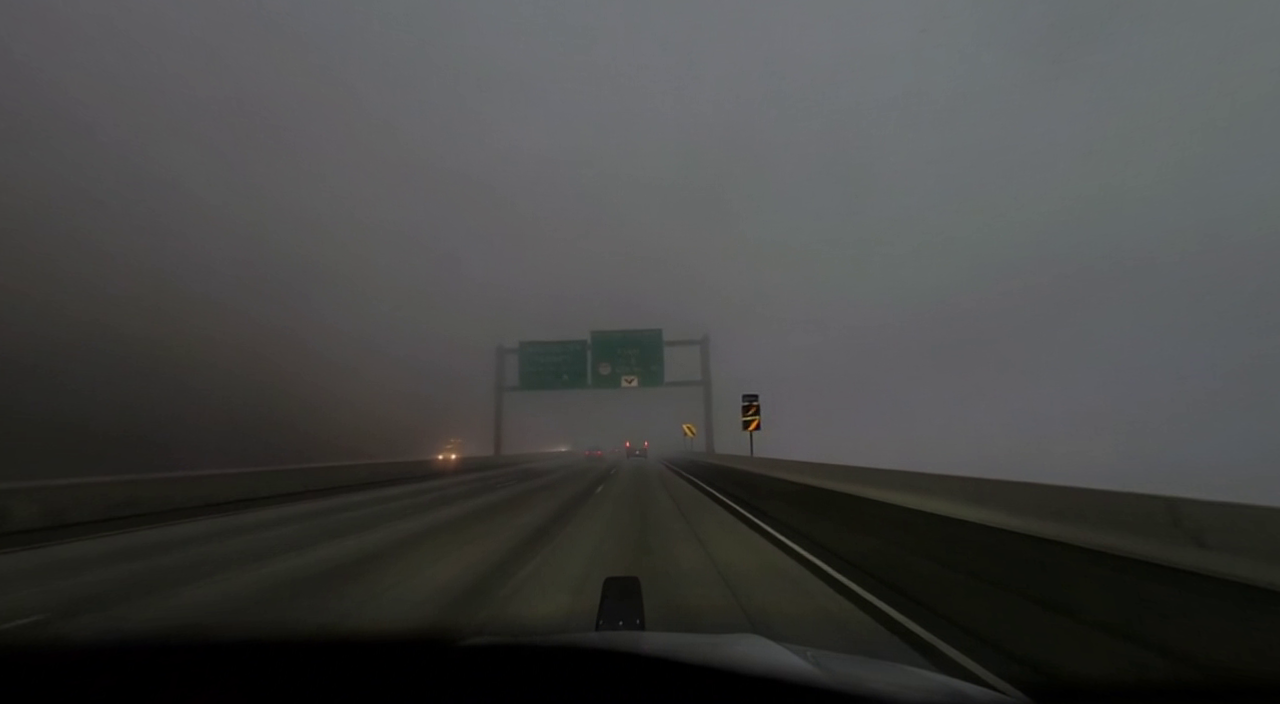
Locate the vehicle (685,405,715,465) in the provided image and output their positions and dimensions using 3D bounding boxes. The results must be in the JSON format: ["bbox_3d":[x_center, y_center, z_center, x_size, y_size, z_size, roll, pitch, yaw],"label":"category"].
[{"bbox_3d":[4.144,5.879,44.203,1.697,3.935,4.195,-1,-9,1],"label":"vehicle"}]
